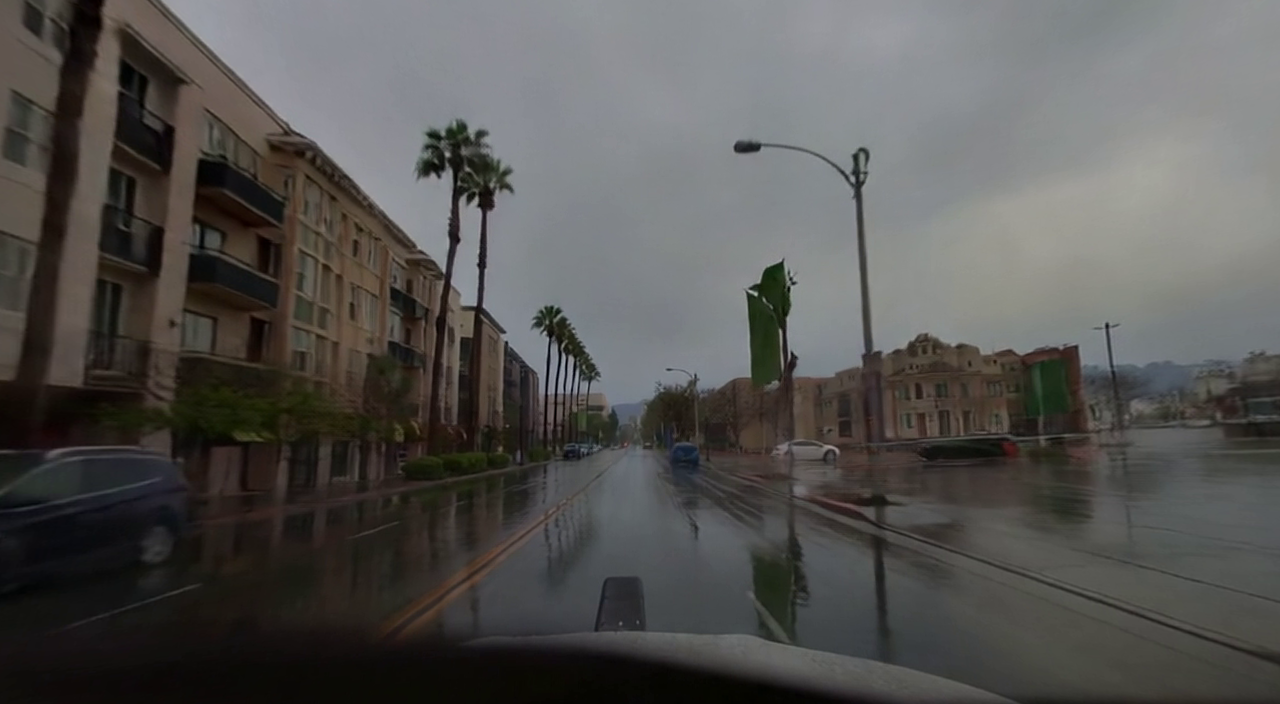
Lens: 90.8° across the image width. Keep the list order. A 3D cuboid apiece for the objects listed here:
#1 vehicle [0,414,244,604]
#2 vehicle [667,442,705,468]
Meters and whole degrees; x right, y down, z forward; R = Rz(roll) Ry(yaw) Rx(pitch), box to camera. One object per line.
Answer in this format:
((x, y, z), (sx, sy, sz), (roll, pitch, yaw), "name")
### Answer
((-6.585, 1.628, 6.736), (1.946, 1.640, 4.430), (-3, -9, -1), "vehicle")
((2.865, 6.532, 40.316), (1.985, 1.543, 4.112), (1, -8, -2), "vehicle")
